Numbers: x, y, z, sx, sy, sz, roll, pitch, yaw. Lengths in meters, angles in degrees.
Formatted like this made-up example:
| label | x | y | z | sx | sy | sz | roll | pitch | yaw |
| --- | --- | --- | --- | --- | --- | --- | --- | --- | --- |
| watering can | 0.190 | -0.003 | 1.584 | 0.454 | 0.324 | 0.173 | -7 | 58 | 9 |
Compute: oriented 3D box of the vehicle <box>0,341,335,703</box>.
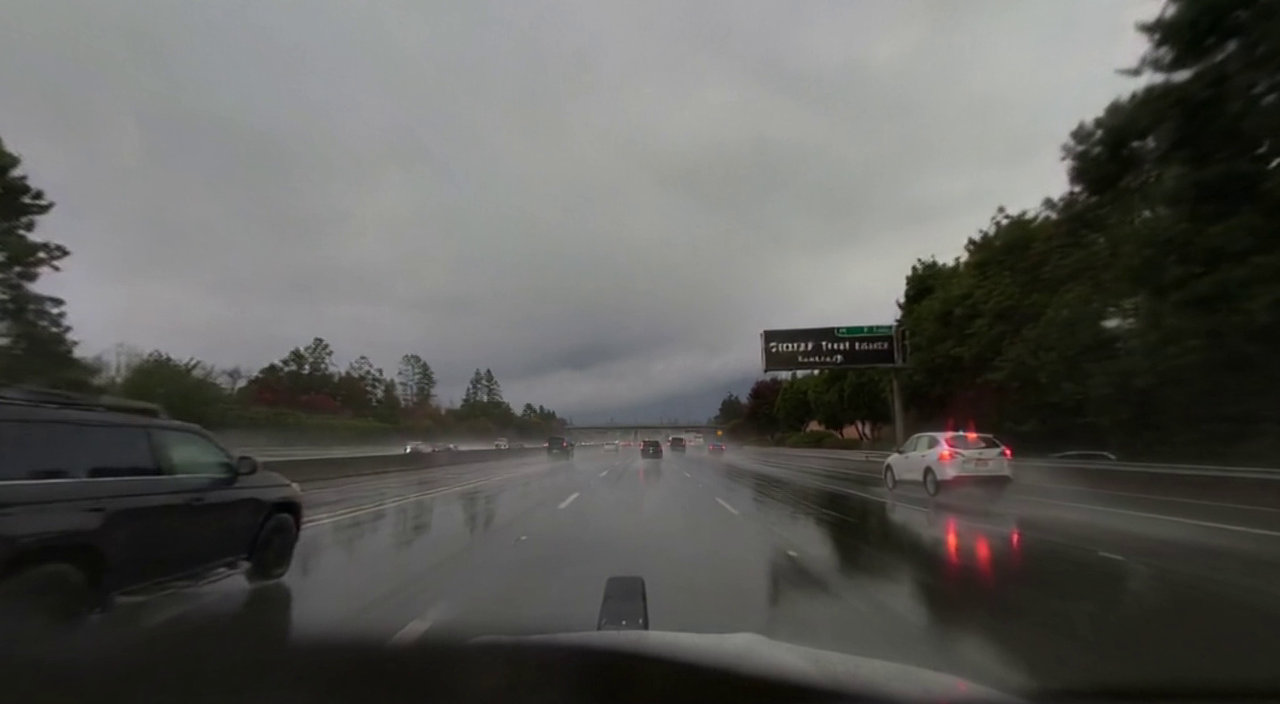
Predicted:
| label | x | y | z | sx | sy | sz | roll | pitch | yaw |
| --- | --- | --- | --- | --- | --- | --- | --- | --- | --- |
| vehicle | -4.046 | 0.929 | 3.593 | 2.118 | 1.750 | 4.875 | 0 | -8 | 1 |

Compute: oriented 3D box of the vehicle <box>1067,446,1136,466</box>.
| label | x | y | z | sx | sy | sz | roll | pitch | yaw |
| --- | --- | --- | --- | --- | --- | --- | --- | --- | --- |
| vehicle | 36.261 | 8.165 | 49.729 | 1.979 | 1.497 | 4.540 | 0 | -8 | 0 |

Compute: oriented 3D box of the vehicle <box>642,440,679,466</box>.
| label | x | y | z | sx | sy | sz | roll | pitch | yaw |
| --- | --- | --- | --- | --- | --- | --- | --- | --- | --- |
| vehicle | 1.189 | 6.162 | 38.667 | 2.050 | 1.452 | 3.917 | 0 | -8 | -1 |

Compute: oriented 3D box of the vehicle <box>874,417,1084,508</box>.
| label | x | y | z | sx | sy | sz | roll | pitch | yaw |
| --- | --- | --- | --- | --- | --- | --- | --- | --- | --- |
| vehicle | 7.589 | 2.538 | 14.908 | 2.123 | 1.756 | 4.959 | 0 | -8 | -1 |
